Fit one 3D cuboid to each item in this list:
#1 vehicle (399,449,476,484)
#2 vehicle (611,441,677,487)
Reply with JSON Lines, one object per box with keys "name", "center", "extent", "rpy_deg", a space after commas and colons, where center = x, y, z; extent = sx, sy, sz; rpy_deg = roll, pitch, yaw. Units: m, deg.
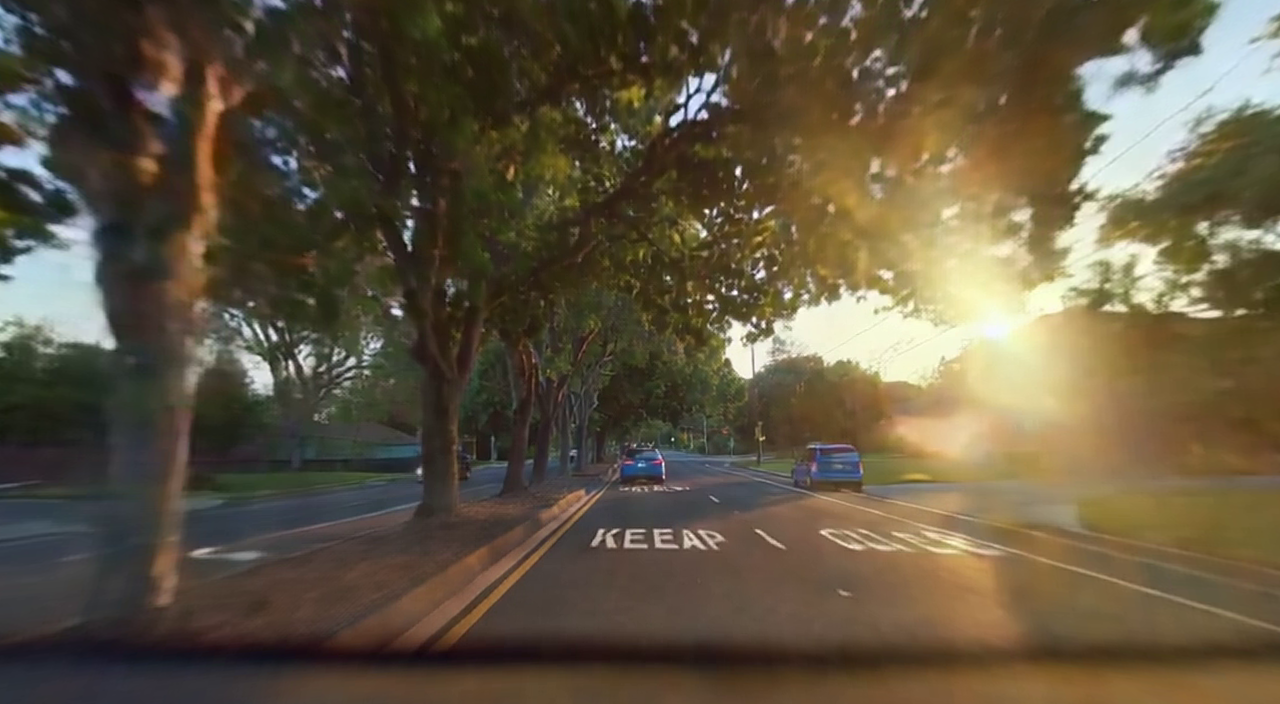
{"name": "vehicle", "center": [-9.386, 5.303, 29.645], "extent": [2.030, 1.468, 4.469], "rpy_deg": [-1, -9, 1]}
{"name": "vehicle", "center": [0.140, 4.048, 23.159], "extent": [2.158, 1.469, 4.909], "rpy_deg": [0, -8, 0]}
